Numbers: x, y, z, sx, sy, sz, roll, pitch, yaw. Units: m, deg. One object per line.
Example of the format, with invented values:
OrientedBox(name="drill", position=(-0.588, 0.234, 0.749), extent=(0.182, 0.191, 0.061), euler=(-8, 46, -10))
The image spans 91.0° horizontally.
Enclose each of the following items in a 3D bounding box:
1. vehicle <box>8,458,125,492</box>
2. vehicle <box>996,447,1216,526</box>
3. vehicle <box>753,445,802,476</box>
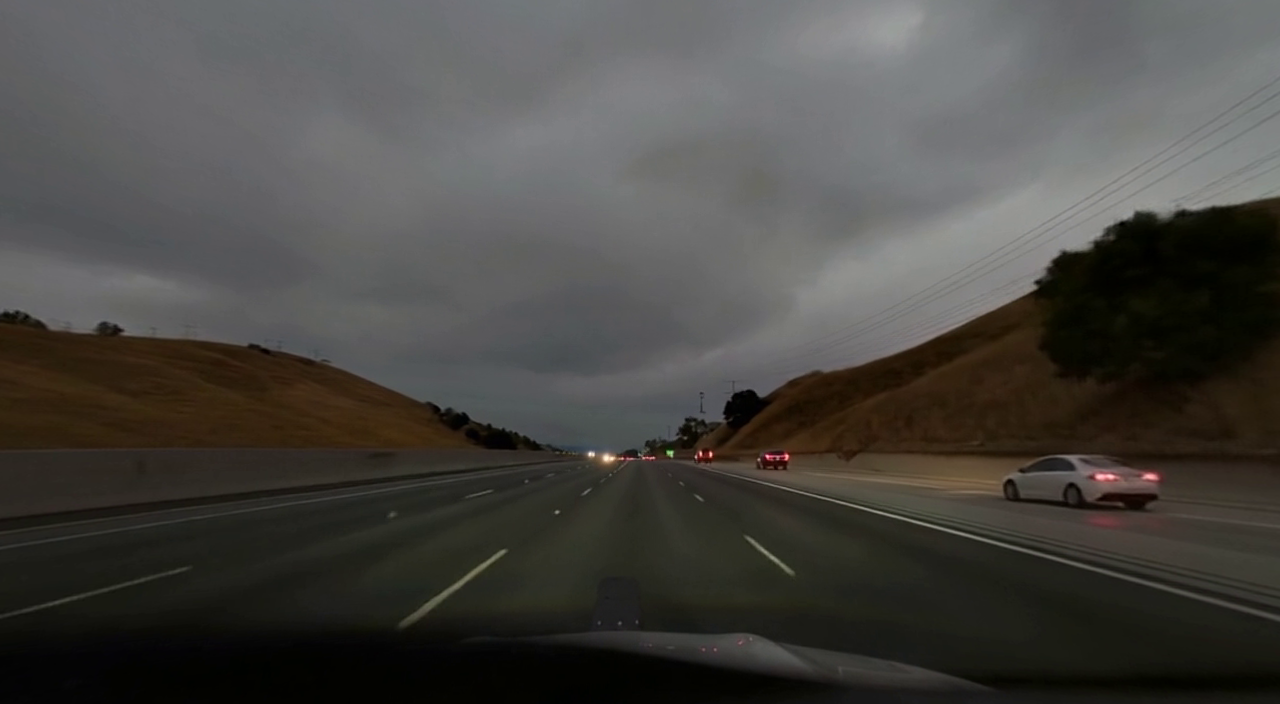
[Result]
OrientedBox(name="vehicle", position=(-29.217, 6.259, 32.329), extent=(1.793, 1.511, 4.676), euler=(1, -9, -3))
OrientedBox(name="vehicle", position=(9.934, 2.845, 13.880), extent=(1.884, 1.486, 3.770), euler=(0, -9, -1))
OrientedBox(name="vehicle", position=(8.886, 7.012, 41.017), extent=(2.108, 1.870, 4.435), euler=(0, -9, -1))
